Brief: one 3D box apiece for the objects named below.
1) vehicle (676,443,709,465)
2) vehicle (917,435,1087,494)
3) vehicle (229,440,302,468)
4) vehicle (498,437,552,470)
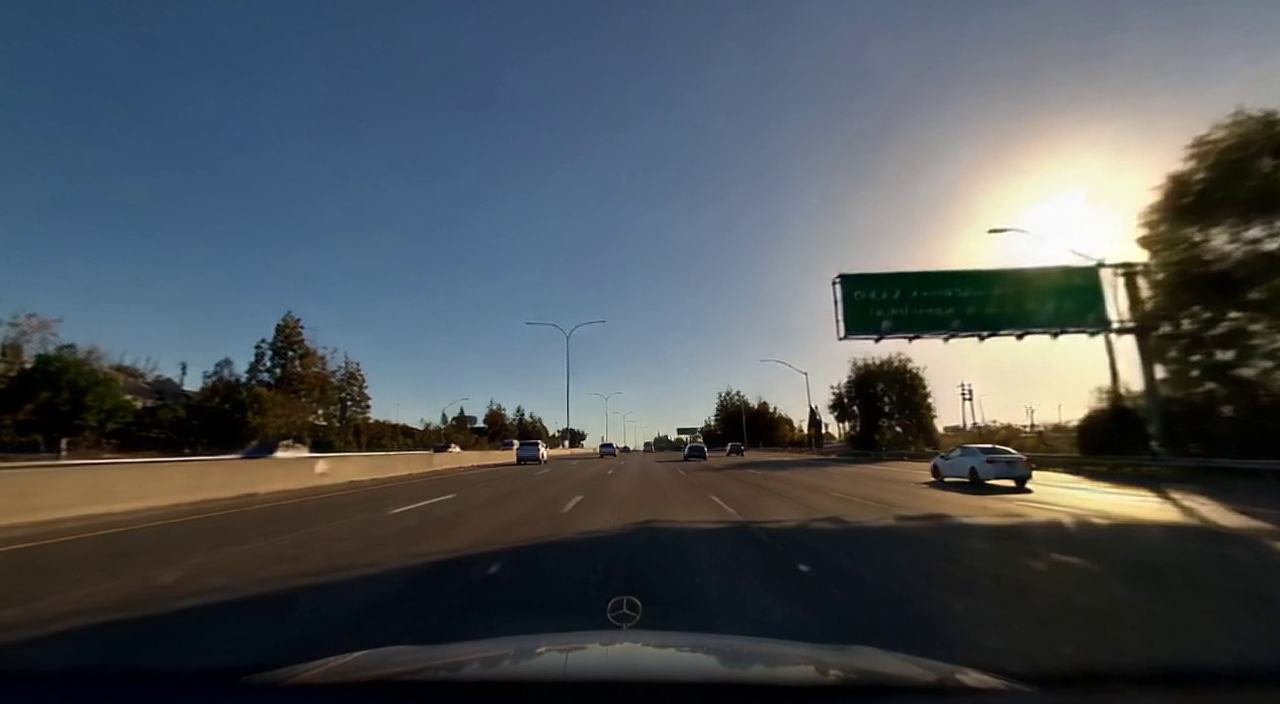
[{"bbox_3d":[3.595,7.016,43.355,1.950,1.453,3.378,0,-9,-1],"label":"vehicle"},{"bbox_3d":[10.150,3.189,18.173,1.979,1.467,4.839,0,-9,-1],"label":"vehicle"},{"bbox_3d":[-21.127,5.753,35.570,1.834,1.442,3.673,0,-9,0],"label":"vehicle"},{"bbox_3d":[-6.336,5.660,35.204,2.091,1.746,4.437,0,-9,1],"label":"vehicle"}]
